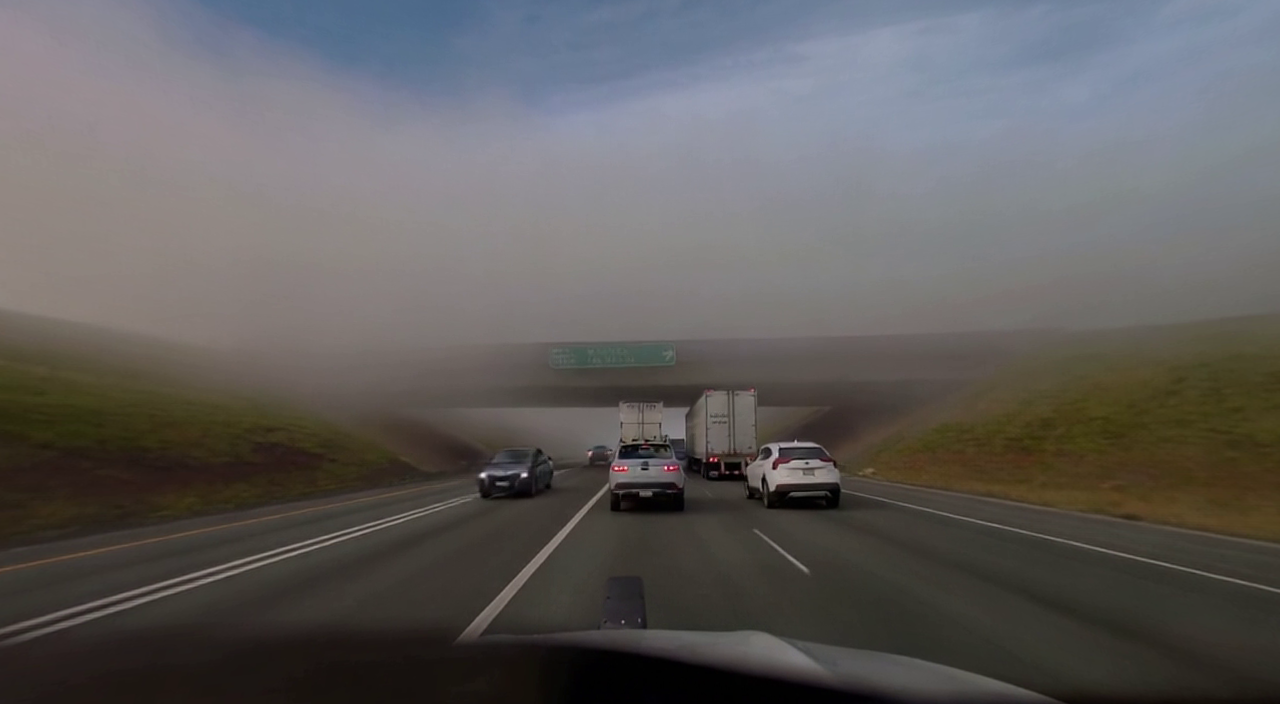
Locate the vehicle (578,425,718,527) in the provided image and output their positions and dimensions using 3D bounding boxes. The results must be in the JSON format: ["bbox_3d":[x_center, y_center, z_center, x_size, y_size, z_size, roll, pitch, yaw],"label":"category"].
[{"bbox_3d":[0.168,2.324,12.261,2.256,1.615,4.114,-1,-9,1],"label":"vehicle"}]

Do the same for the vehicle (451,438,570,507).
[{"bbox_3d":[-3.190,3.077,16.501,2.096,1.531,4.210,-1,-9,2],"label":"vehicle"}]

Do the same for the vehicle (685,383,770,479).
[{"bbox_3d":[3.880,3.783,29.552,2.948,3.974,6.480,-1,-9,0],"label":"vehicle"}]

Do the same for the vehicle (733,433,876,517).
[{"bbox_3d":[3.327,2.575,13.604,1.972,1.505,3.946,-1,-9,0],"label":"vehicle"}]
